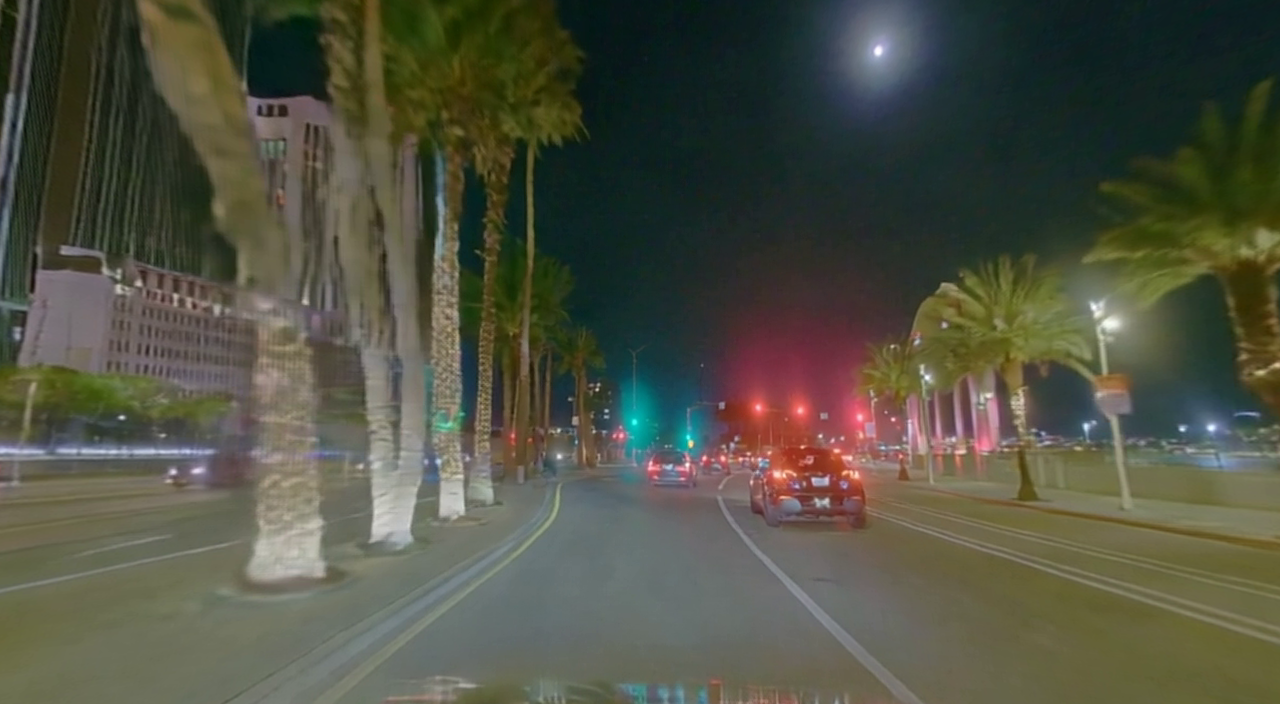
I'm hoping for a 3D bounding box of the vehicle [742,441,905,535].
[{"bbox_3d":[3.391,2.595,12.797,2.051,1.509,4.933,0,-9,3],"label":"vehicle"}]

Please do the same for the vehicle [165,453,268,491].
[{"bbox_3d":[-19.647,5.559,29.450,1.850,1.590,4.201,0,-9,0],"label":"vehicle"}]

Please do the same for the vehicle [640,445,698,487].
[{"bbox_3d":[1.249,4.548,25.386,2.077,1.518,3.760,-1,-9,7],"label":"vehicle"}]

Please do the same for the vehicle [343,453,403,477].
[{"bbox_3d":[-17.371,7.359,41.207,1.912,1.482,4.495,0,-9,1],"label":"vehicle"}]
